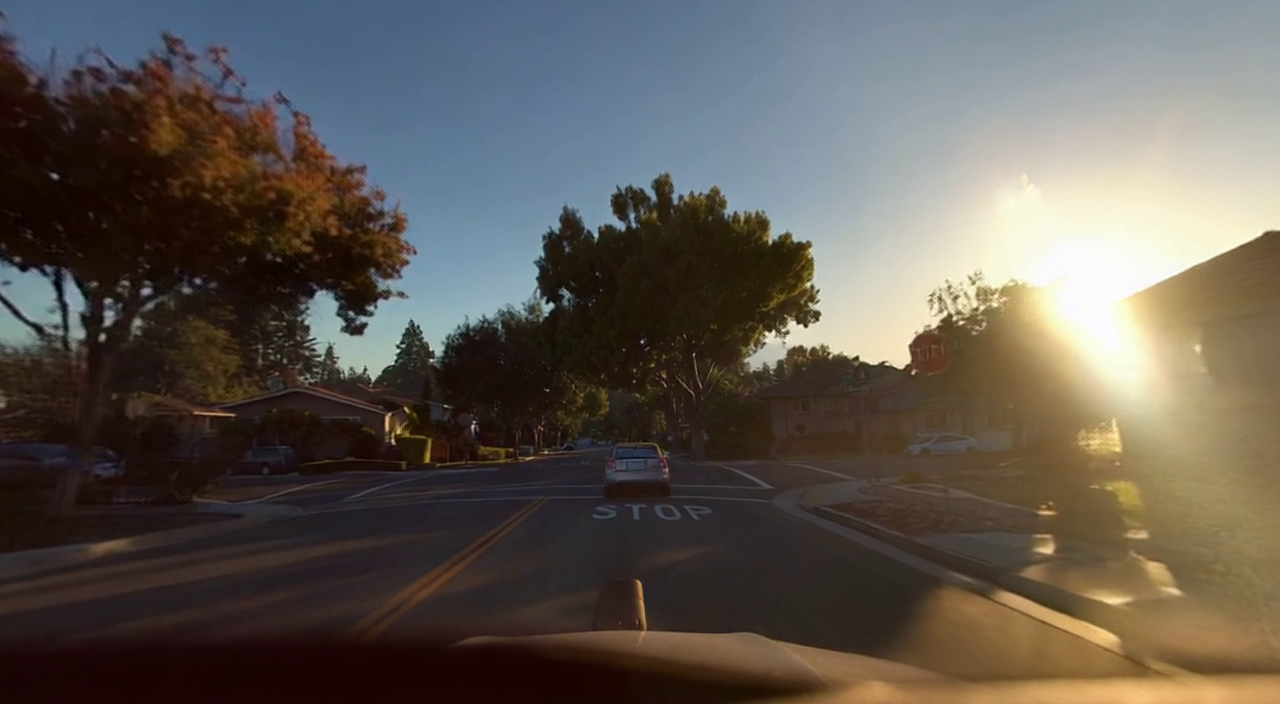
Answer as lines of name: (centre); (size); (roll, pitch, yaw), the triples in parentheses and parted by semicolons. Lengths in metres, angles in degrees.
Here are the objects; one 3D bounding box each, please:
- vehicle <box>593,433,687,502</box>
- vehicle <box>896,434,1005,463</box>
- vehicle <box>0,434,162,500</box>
vehicle: (-0.077, 2.831, 15.874); (2.043, 1.484, 4.340); (0, -9, -2)
vehicle: (16.555, 5.176, 33.677); (4.748, 1.488, 2.029); (1, -9, -4)
vehicle: (-20.910, 4.149, 22.376); (5.796, 1.946, 2.391); (-3, -10, -4)
